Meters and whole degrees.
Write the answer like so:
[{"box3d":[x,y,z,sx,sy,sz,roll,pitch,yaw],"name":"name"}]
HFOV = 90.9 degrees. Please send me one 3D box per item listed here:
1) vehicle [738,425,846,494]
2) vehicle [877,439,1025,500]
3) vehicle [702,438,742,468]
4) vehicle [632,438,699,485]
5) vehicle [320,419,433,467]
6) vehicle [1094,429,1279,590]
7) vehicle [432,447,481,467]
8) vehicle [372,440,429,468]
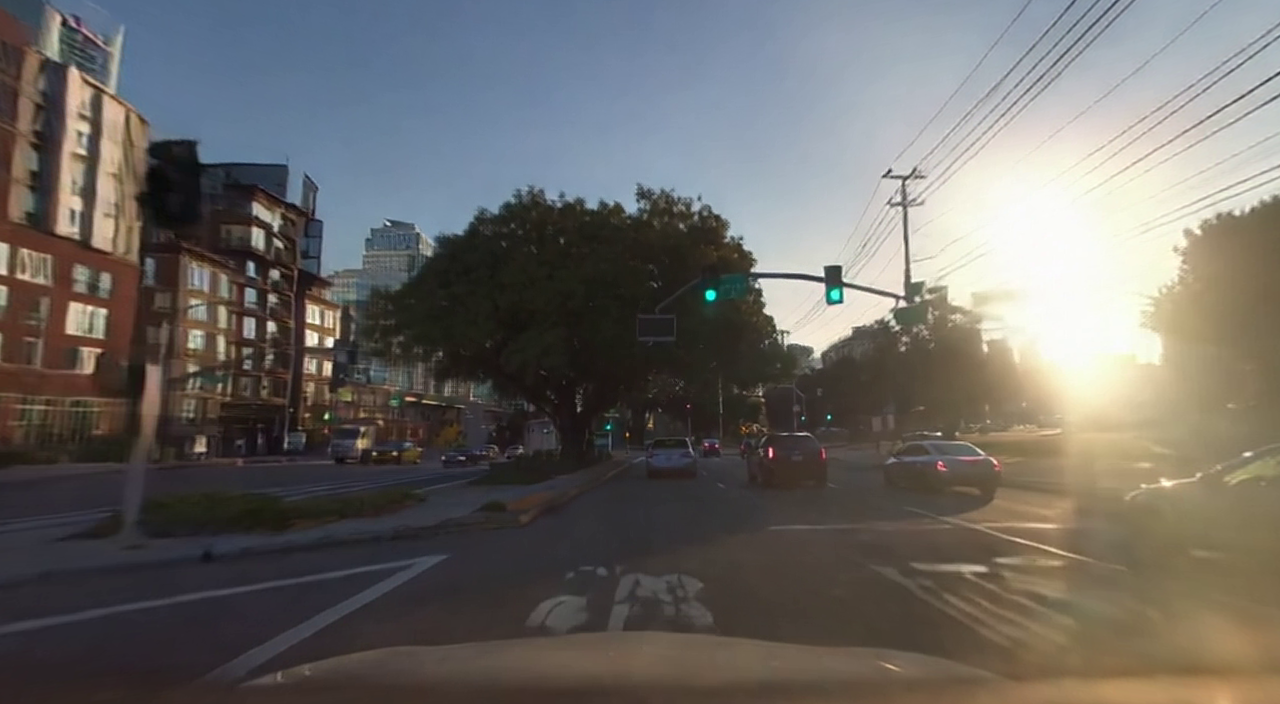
[{"box3d":[4.380,3.199,19.100,2.119,1.810,4.848,0,-8,1],"name":"vehicle"},{"box3d":[8.500,3.220,17.796,1.882,1.463,4.543,0,-8,0],"name":"vehicle"},{"box3d":[4.662,5.804,36.459,1.896,1.612,4.203,0,-8,2],"name":"vehicle"},{"box3d":[0.915,3.855,22.540,2.168,1.527,4.174,-1,-8,3],"name":"vehicle"},{"box3d":[-20.199,7.187,49.772,3.354,3.314,12.985,0,-8,0],"name":"vehicle"},{"box3d":[6.849,1.460,5.868,1.866,1.471,4.478,0,-8,0],"name":"vehicle"},{"box3d":[-12.925,7.401,44.600,1.926,1.303,4.686,-1,-8,2],"name":"vehicle"},{"box3d":[-16.313,6.944,43.155,2.052,1.770,4.545,0,-8,1],"name":"vehicle"}]
